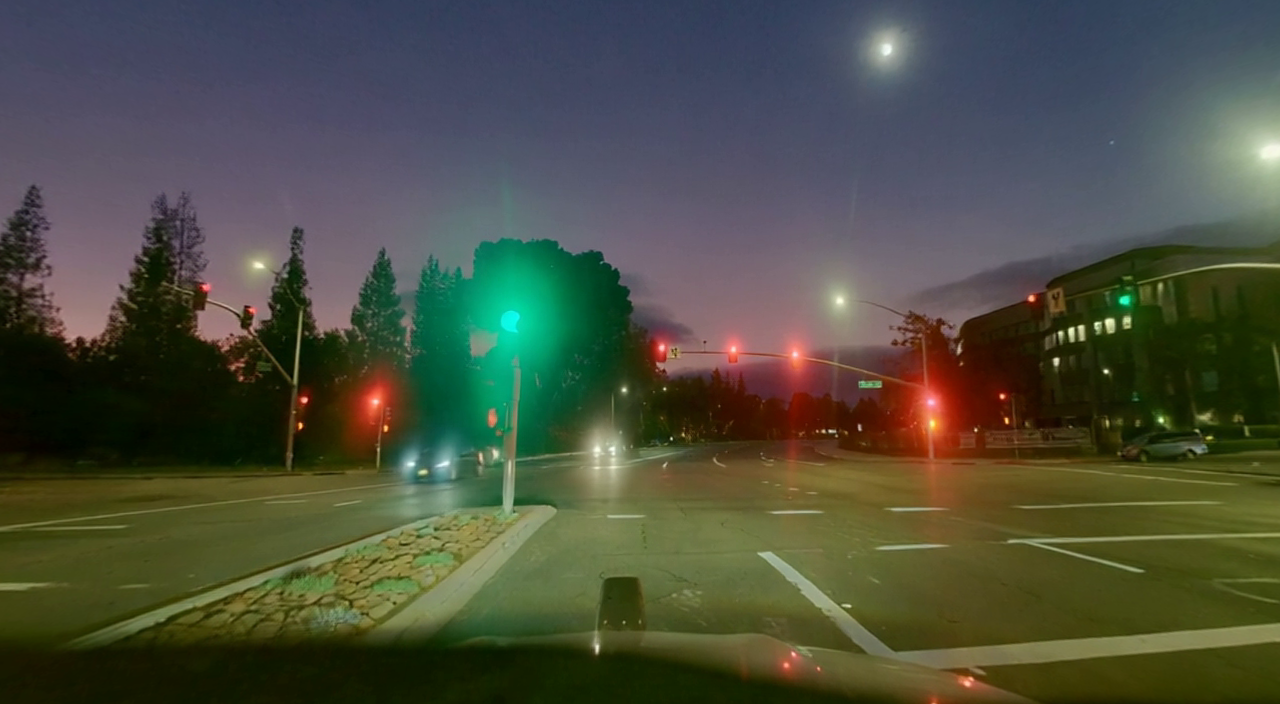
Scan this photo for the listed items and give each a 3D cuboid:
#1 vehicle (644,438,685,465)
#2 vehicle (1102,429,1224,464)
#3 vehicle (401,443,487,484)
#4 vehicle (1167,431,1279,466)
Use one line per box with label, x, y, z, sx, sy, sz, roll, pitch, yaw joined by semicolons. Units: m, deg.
vehicle;1.741;6.776;43.255;2.197;1.739;4.177;-2;-8;10
vehicle;25.923;4.681;31.353;4.441;1.674;2.035;1;-8;-8
vehicle;-7.800;4.451;25.533;1.877;1.481;3.853;-1;-8;6
vehicle;26.293;4.243;27.880;4.644;1.470;1.922;1;-8;-10
